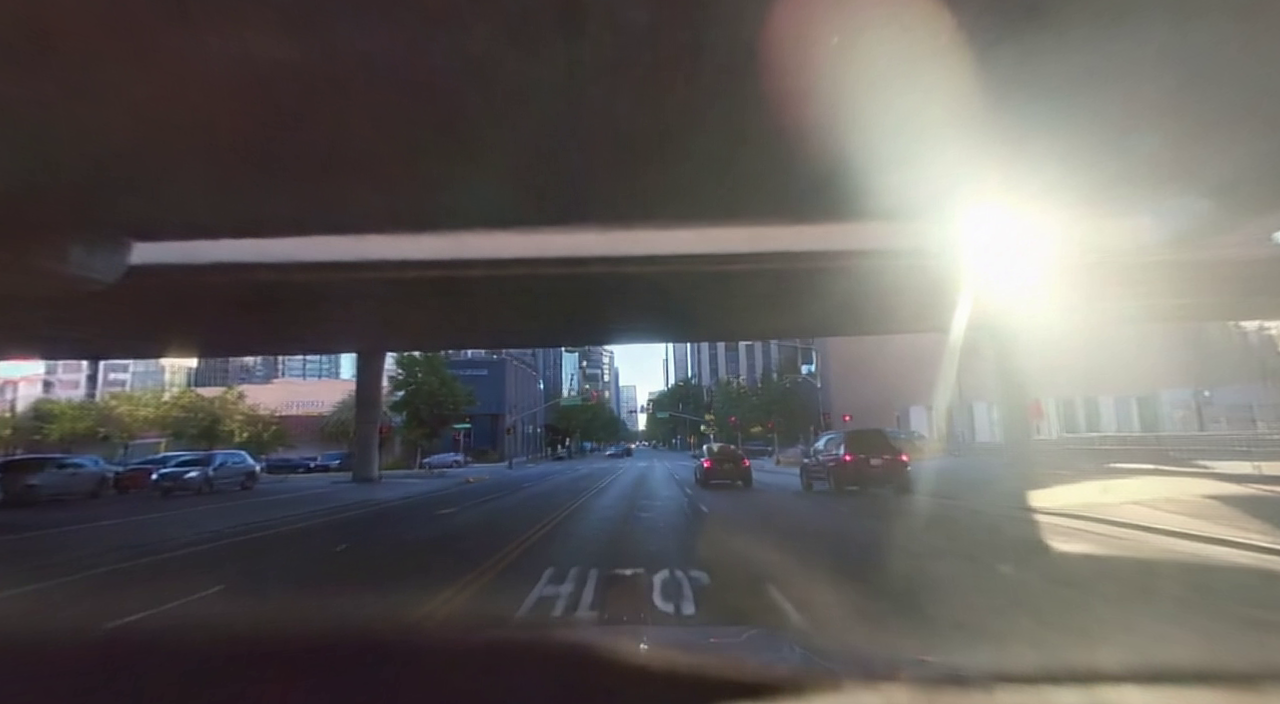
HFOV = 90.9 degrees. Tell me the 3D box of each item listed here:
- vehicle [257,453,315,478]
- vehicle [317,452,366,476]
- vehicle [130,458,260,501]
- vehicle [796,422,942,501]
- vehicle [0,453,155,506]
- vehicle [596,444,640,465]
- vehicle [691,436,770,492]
[{"bbox_3d":[-27.157,8.670,48.527,1.807,1.795,4.566,0,-9,0],"label":"vehicle"},{"bbox_3d":[-22.844,8.576,48.406,1.757,1.699,3.854,0,-9,2],"label":"vehicle"},{"bbox_3d":[-17.749,5.085,25.464,1.985,1.505,4.275,-1,-9,2],"label":"vehicle"},{"bbox_3d":[6.906,3.398,19.987,2.433,2.116,5.789,0,-9,0],"label":"vehicle"},{"bbox_3d":[-24.491,5.366,27.141,2.299,1.953,5.864,-1,-9,3],"label":"vehicle"},{"bbox_3d":[-1.794,8.025,49.366,2.099,1.562,4.037,3,-9,-23],"label":"vehicle"},{"bbox_3d":[2.776,3.527,20.173,1.947,1.576,3.825,0,-9,0],"label":"vehicle"}]
